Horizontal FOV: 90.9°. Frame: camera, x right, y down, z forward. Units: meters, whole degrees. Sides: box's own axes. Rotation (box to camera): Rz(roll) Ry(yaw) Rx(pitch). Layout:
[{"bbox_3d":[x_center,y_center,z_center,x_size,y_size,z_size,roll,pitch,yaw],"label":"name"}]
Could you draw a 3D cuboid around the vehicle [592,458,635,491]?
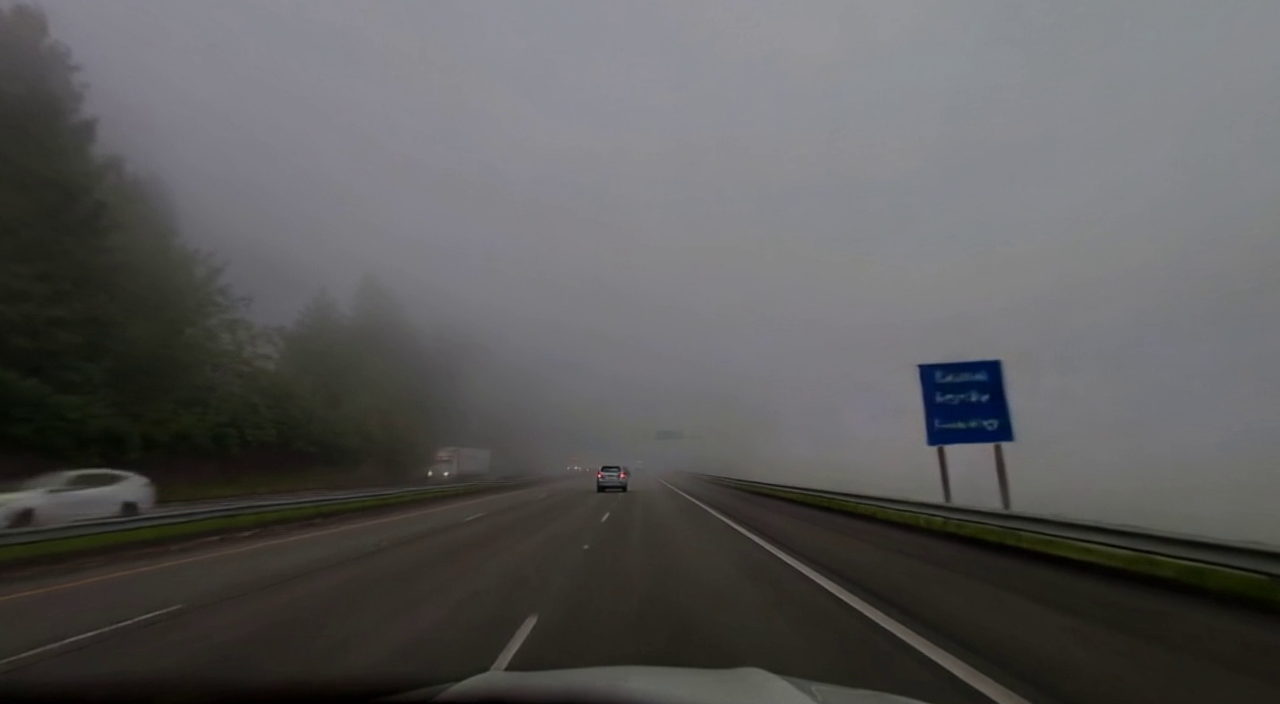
[{"bbox_3d":[-1.401,6.749,34.863,2.104,1.655,4.039,0,-10,1],"label":"vehicle"}]
